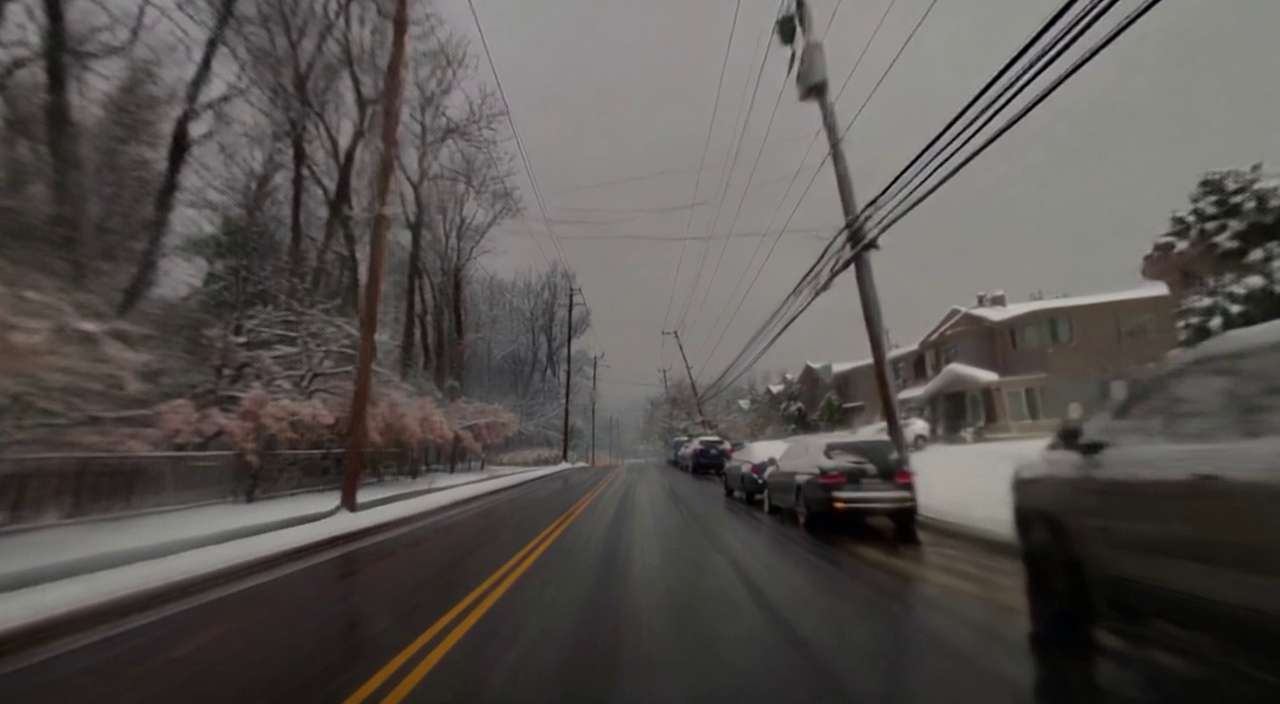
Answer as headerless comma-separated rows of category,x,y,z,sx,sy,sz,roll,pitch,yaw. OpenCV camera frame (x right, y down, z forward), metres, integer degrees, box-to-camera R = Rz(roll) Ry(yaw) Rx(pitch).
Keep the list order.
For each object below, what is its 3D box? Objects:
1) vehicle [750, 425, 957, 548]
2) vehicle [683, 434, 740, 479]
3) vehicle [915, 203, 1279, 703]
vehicle,3.330,2.202,11.153,1.848,1.624,5.200,0,-8,0
vehicle,3.296,4.941,30.100,2.020,1.900,5.202,0,-8,-1
vehicle,3.266,0.528,1.881,2.347,2.070,5.735,0,-8,1
